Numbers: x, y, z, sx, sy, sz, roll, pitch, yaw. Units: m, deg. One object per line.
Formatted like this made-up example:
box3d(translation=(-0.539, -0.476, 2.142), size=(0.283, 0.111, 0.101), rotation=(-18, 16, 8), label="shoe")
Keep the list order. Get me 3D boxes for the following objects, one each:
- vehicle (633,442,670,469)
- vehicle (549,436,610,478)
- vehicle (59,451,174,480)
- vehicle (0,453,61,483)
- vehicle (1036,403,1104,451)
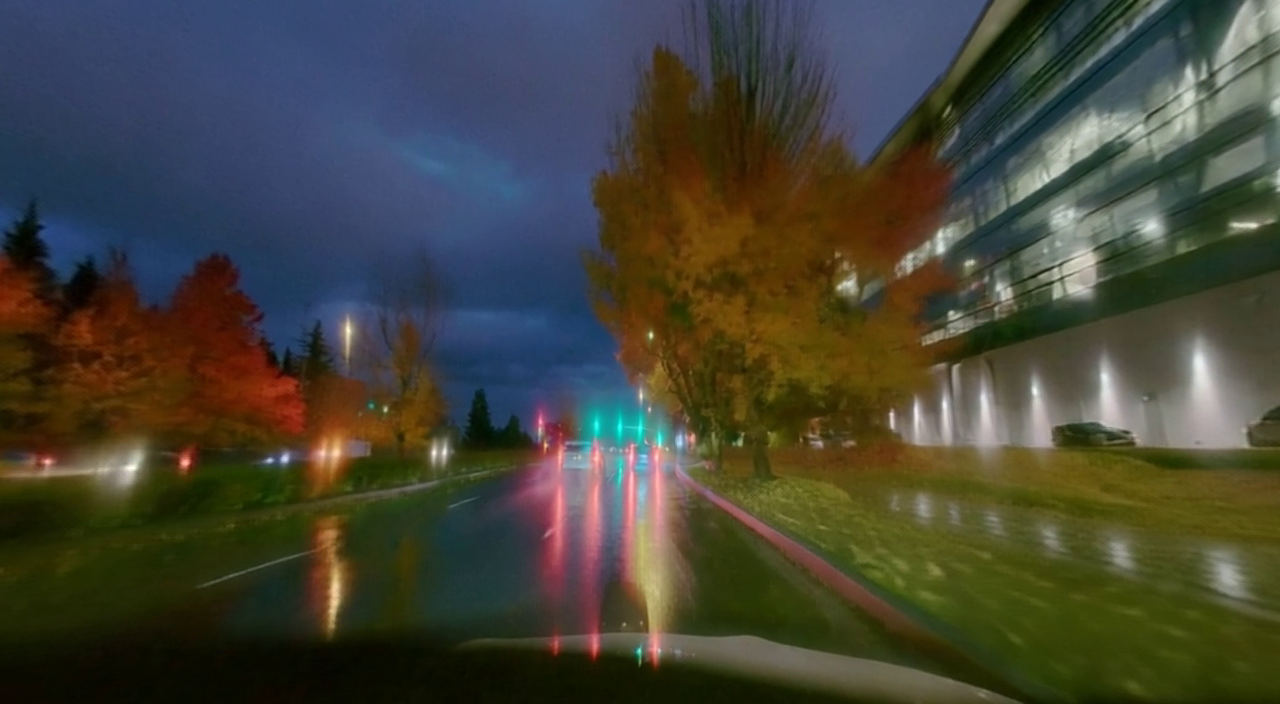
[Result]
box3d(translation=(0.677, 6.084, 37.282), size=(2.040, 1.493, 3.682), rotation=(0, -9, 1), label="vehicle")
box3d(translation=(-2.649, 4.719, 28.537), size=(2.197, 1.709, 4.069), rotation=(0, -9, 2), label="vehicle")
box3d(translation=(-30.505, 6.606, 36.986), size=(1.822, 1.522, 5.556), rotation=(0, -9, 2), label="vehicle")
box3d(translation=(-33.708, 6.144, 33.380), size=(1.773, 1.477, 4.319), rotation=(0, -9, 2), label="vehicle")
box3d(translation=(23.133, 4.096, 33.985), size=(2.320, 2.489, 2.049), rotation=(-2, -9, 17), label="vehicle")
